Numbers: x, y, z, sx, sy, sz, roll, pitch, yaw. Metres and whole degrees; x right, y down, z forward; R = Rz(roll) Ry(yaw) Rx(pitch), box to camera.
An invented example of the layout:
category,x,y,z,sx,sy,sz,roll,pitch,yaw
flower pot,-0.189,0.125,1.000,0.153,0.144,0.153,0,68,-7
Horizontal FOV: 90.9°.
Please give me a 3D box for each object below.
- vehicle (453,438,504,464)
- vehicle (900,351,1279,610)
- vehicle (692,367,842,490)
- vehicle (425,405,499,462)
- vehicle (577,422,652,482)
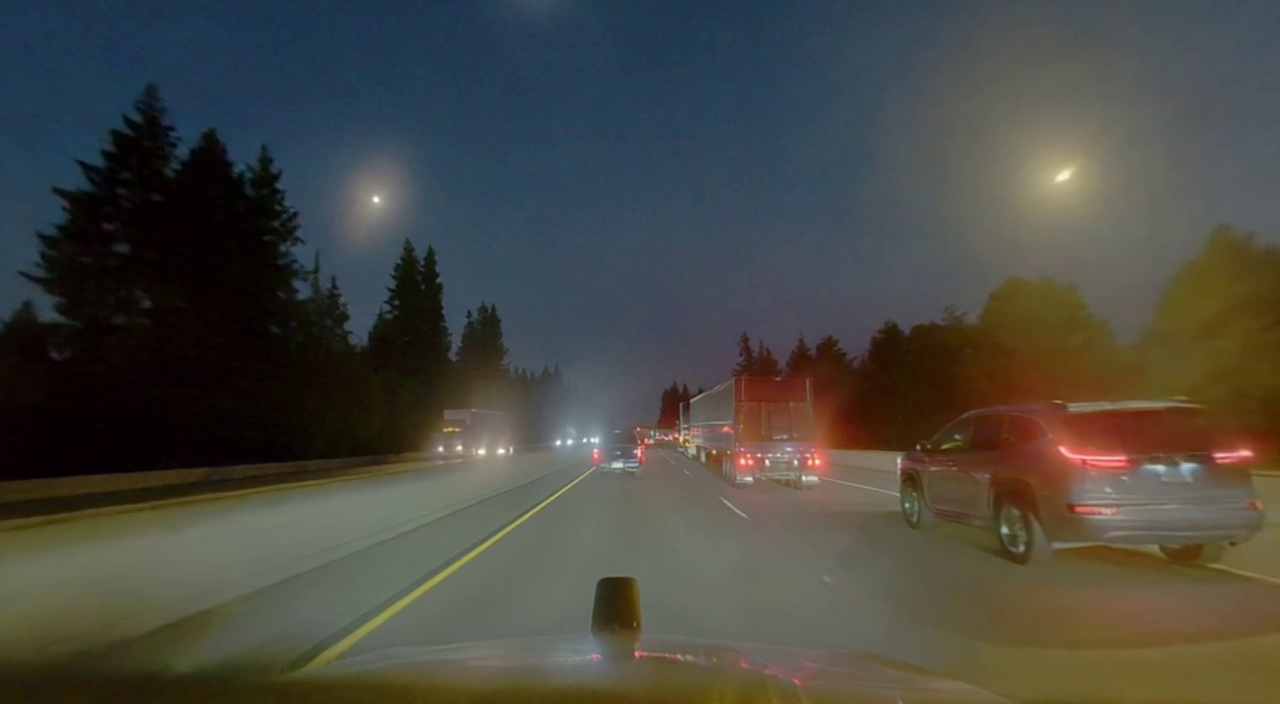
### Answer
category,x,y,z,sx,sy,sz,roll,pitch,yaw
vehicle,-9.695,5.957,38.248,1.848,1.489,4.624,0,-8,1
vehicle,4.647,1.196,6.672,2.011,1.905,3.905,0,-8,-1
vehicle,3.477,2.423,19.813,2.723,3.027,8.478,0,-8,-1
vehicle,-13.801,6.465,49.942,2.904,3.961,10.187,0,-8,0
vehicle,-0.713,3.058,19.645,2.082,1.638,4.055,0,-8,0
